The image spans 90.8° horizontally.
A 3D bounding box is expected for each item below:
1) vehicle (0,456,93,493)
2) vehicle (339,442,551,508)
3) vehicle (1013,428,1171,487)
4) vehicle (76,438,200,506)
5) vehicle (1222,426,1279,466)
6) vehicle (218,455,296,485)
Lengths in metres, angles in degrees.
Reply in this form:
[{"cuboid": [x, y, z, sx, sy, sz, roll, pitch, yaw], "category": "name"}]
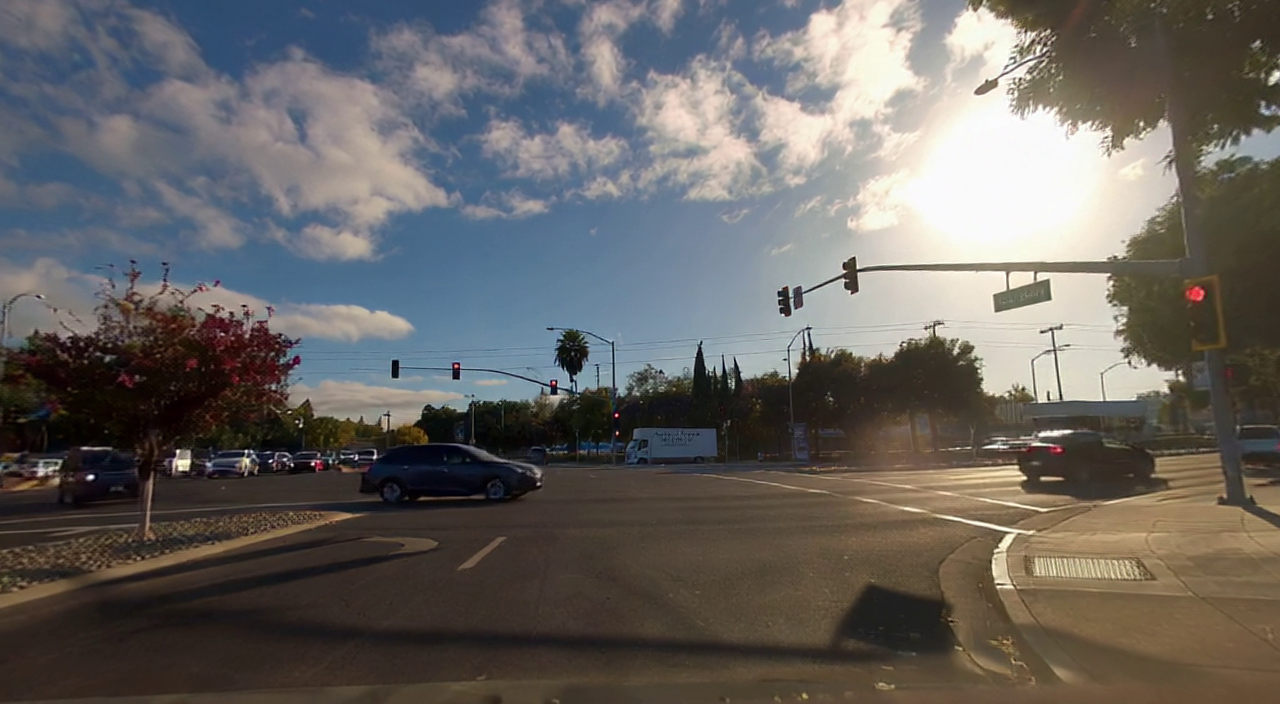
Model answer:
[{"cuboid": [-31.196, 6.263, 32.629, 2.142, 1.723, 4.692, 1, -9, -9], "category": "vehicle"}, {"cuboid": [-4.813, 3.023, 15.814, 4.728, 1.471, 1.957, -3, -9, 15], "category": "vehicle"}, {"cuboid": [13.767, 3.177, 19.234, 4.281, 1.621, 1.903, 4, -9, -25], "category": "vehicle"}, {"cuboid": [-16.771, 3.954, 21.504, 2.358, 1.937, 5.896, 5, -10, -30], "category": "vehicle"}, {"cuboid": [29.933, 4.459, 30.039, 4.619, 1.759, 2.101, 5, -10, -34], "category": "vehicle"}, {"cuboid": [-20.724, 6.378, 34.425, 1.999, 1.468, 4.702, 1, -9, -10], "category": "vehicle"}]
